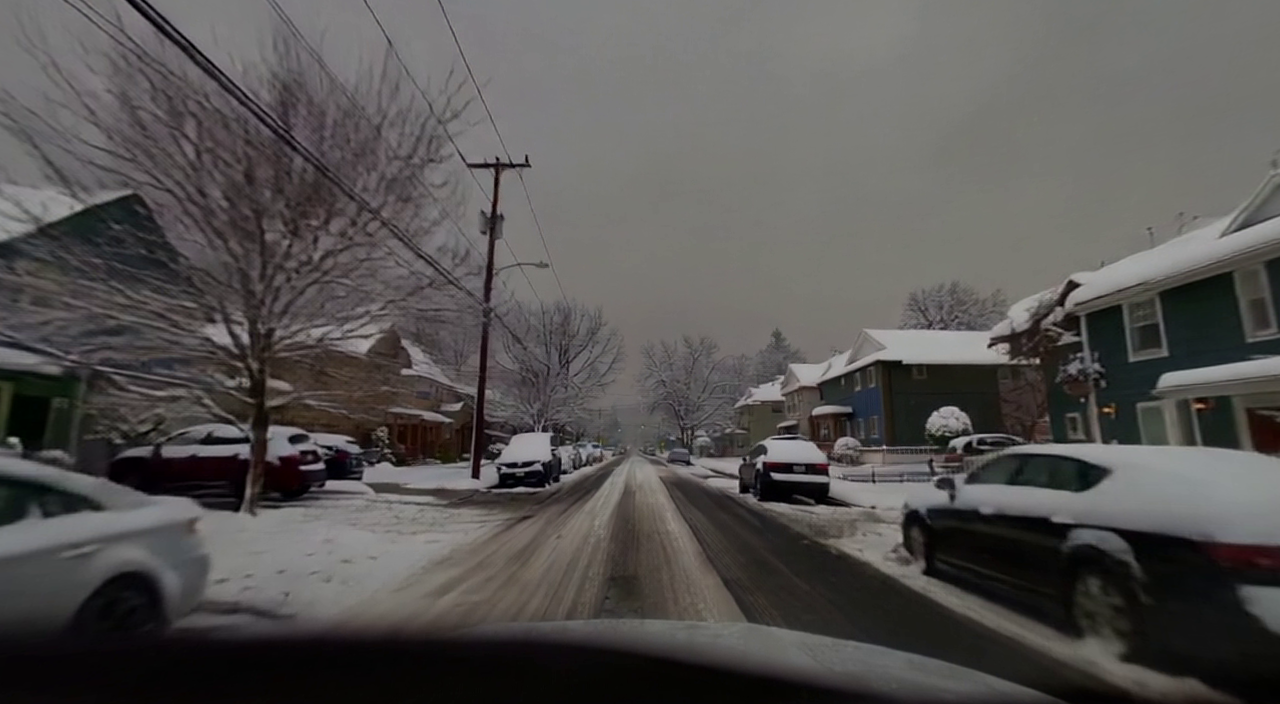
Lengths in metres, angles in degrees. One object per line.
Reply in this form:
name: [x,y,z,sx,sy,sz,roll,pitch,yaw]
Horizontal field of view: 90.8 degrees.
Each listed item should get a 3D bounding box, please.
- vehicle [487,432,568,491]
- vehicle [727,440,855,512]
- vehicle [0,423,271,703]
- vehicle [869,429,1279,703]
vehicle: [-3.973,3.972,23.255,2.057,1.887,5.053,0,-9,0]
vehicle: [3.587,3.017,15.939,2.019,1.536,4.405,0,-9,-2]
vehicle: [-3.780,1.015,2.533,1.971,1.460,4.523,0,-9,-2]
vehicle: [3.726,1.410,5.034,1.862,1.452,4.737,0,-9,-2]
